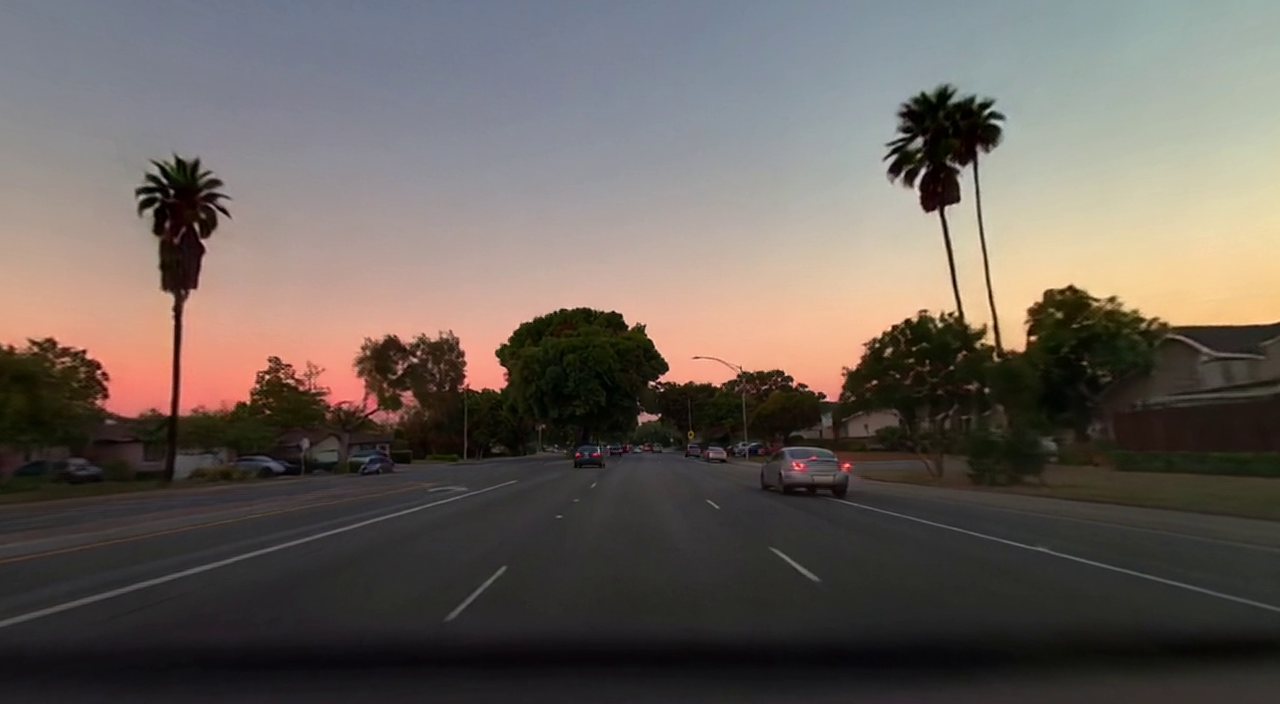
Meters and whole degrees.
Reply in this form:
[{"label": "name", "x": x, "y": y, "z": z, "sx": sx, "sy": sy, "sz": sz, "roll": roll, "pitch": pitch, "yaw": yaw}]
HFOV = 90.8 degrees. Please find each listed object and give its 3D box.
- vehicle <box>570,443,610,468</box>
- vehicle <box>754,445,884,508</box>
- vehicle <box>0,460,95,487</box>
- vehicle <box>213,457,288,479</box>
[{"label": "vehicle", "x": -3.248, "y": 6.823, "z": 41.941, "sx": 2.263, "sy": 1.548, "sz": 4.555, "roll": 0, "pitch": -8, "yaw": 0}, {"label": "vehicle", "x": 4.565, "y": 3.233, "z": 16.987, "sx": 2.149, "sy": 1.421, "sz": 4.805, "roll": 0, "pitch": -8, "yaw": 1}, {"label": "vehicle", "x": -35.334, "y": 7.151, "z": 37.290, "sx": 4.503, "sy": 1.515, "sz": 1.964, "roll": 0, "pitch": -9, "yaw": 2}, {"label": "vehicle", "x": -28.266, "y": 8.414, "z": 45.918, "sx": 4.113, "sy": 1.535, "sz": 1.952, "roll": 1, "pitch": -8, "yaw": -1}]
